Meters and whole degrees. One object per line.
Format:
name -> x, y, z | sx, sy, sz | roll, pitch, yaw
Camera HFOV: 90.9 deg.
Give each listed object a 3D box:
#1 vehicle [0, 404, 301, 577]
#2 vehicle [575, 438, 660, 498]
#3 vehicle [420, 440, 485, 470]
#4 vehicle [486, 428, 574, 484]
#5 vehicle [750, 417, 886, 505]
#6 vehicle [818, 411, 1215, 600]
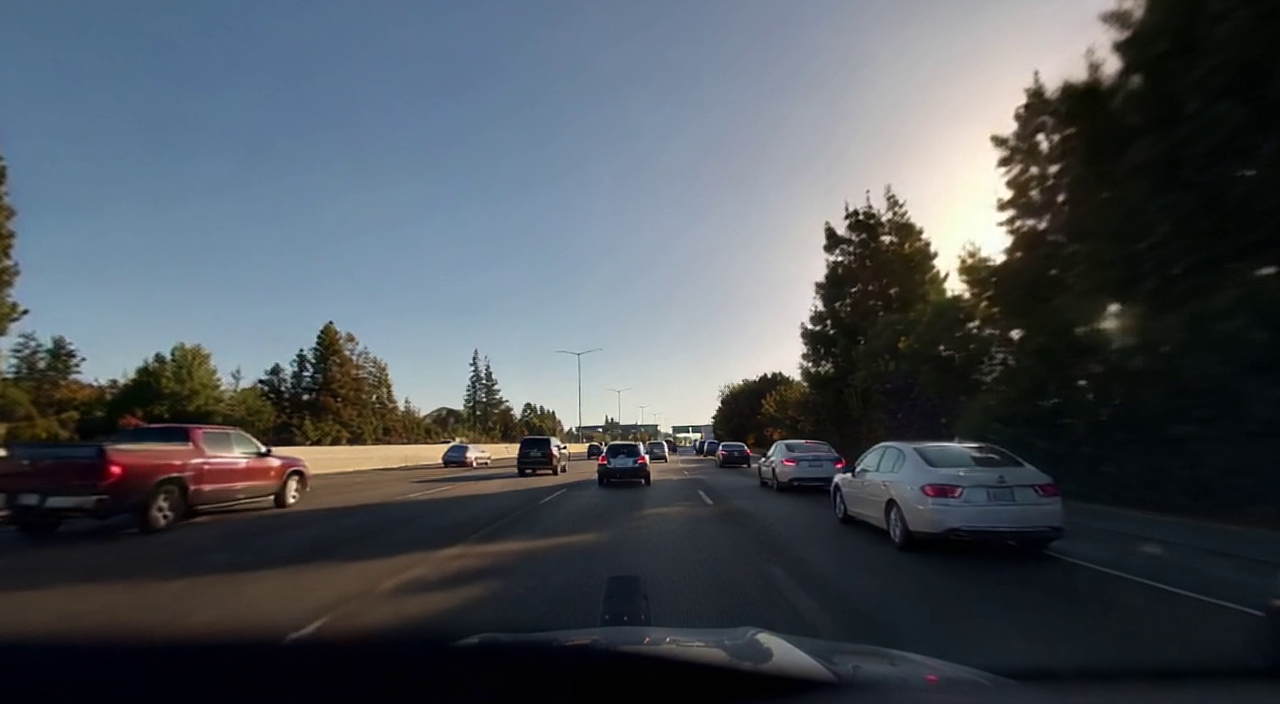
vehicle -> -7.656, 1.804, 9.057 | 2.214, 1.761, 5.890 | 0, -8, 1
vehicle -> -0.481, 3.134, 17.512 | 2.070, 1.456, 4.029 | 0, -8, 2
vehicle -> -10.254, 5.658, 34.846 | 1.907, 1.508, 4.608 | -1, -8, 4
vehicle -> -3.909, 3.842, 23.578 | 2.110, 1.811, 5.585 | 0, -8, 2
vehicle -> 4.024, 2.565, 15.193 | 1.999, 1.777, 4.578 | 0, -8, 1
vehicle -> 3.790, 1.609, 7.569 | 1.984, 1.567, 4.475 | 0, -8, 0
